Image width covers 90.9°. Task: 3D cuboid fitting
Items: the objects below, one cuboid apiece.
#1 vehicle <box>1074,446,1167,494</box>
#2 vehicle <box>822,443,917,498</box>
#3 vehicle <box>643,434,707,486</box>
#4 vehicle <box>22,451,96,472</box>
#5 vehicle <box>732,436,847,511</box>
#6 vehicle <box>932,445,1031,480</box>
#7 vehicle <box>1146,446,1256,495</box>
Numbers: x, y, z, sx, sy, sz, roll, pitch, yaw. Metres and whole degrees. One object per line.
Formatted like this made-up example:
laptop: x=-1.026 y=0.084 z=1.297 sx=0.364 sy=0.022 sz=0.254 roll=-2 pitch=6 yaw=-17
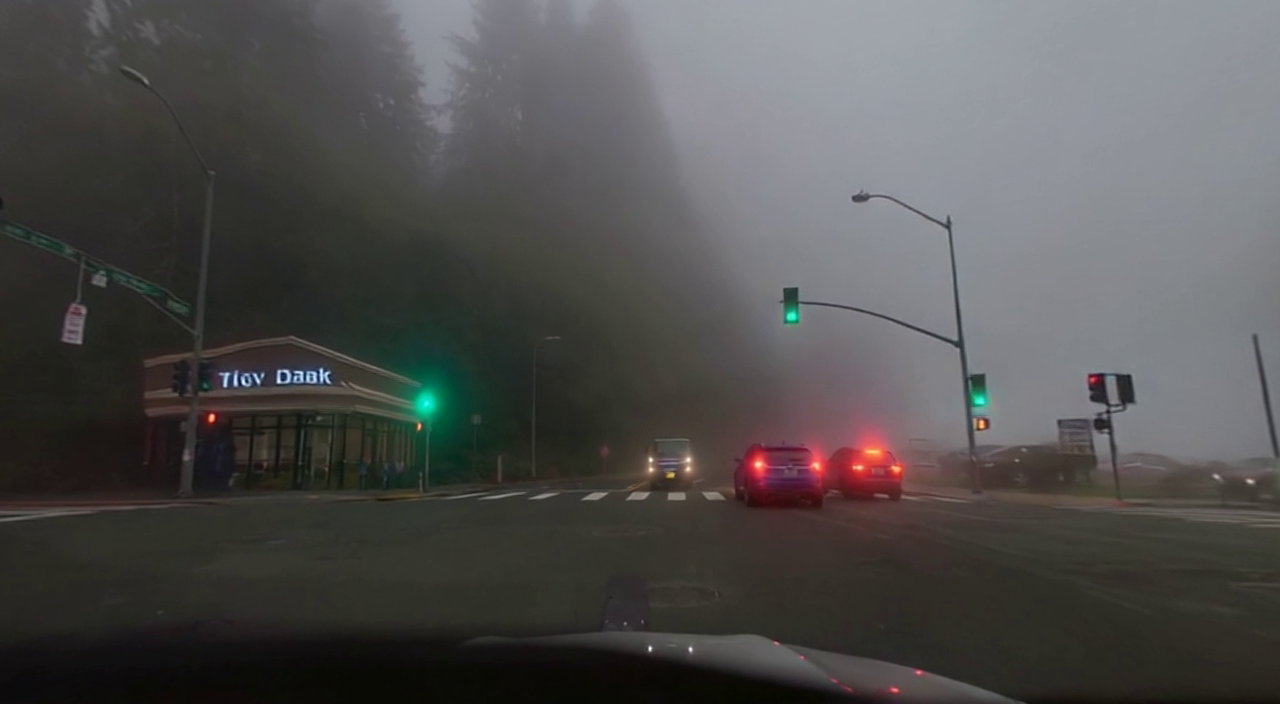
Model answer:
vehicle: x=17.484 y=4.258 z=23.143 sx=1.875 sy=1.543 sz=3.853 roll=-4 pitch=-9 yaw=26
vehicle: x=7.673 y=3.944 z=21.495 sx=1.792 sy=1.682 sz=4.089 roll=0 pitch=-8 yaw=2
vehicle: x=1.364 y=4.455 z=26.479 sx=2.390 sy=1.948 sz=5.344 roll=0 pitch=-8 yaw=1
vehicle: x=-40.504 y=7.621 z=43.994 sx=3.391 sy=1.379 sz=1.562 roll=3 pitch=-9 yaw=-24
vehicle: x=3.841 y=3.181 z=17.105 sx=2.048 sy=1.725 sz=4.754 roll=0 pitch=-8 yaw=1
vehicle: x=17.130 y=5.523 z=31.867 sx=1.924 sy=1.579 sz=4.084 roll=3 pitch=-8 yaw=-18
vehicle: x=19.848 y=4.151 z=22.489 sx=1.791 sy=1.520 sz=3.649 roll=-4 pitch=-9 yaw=24
